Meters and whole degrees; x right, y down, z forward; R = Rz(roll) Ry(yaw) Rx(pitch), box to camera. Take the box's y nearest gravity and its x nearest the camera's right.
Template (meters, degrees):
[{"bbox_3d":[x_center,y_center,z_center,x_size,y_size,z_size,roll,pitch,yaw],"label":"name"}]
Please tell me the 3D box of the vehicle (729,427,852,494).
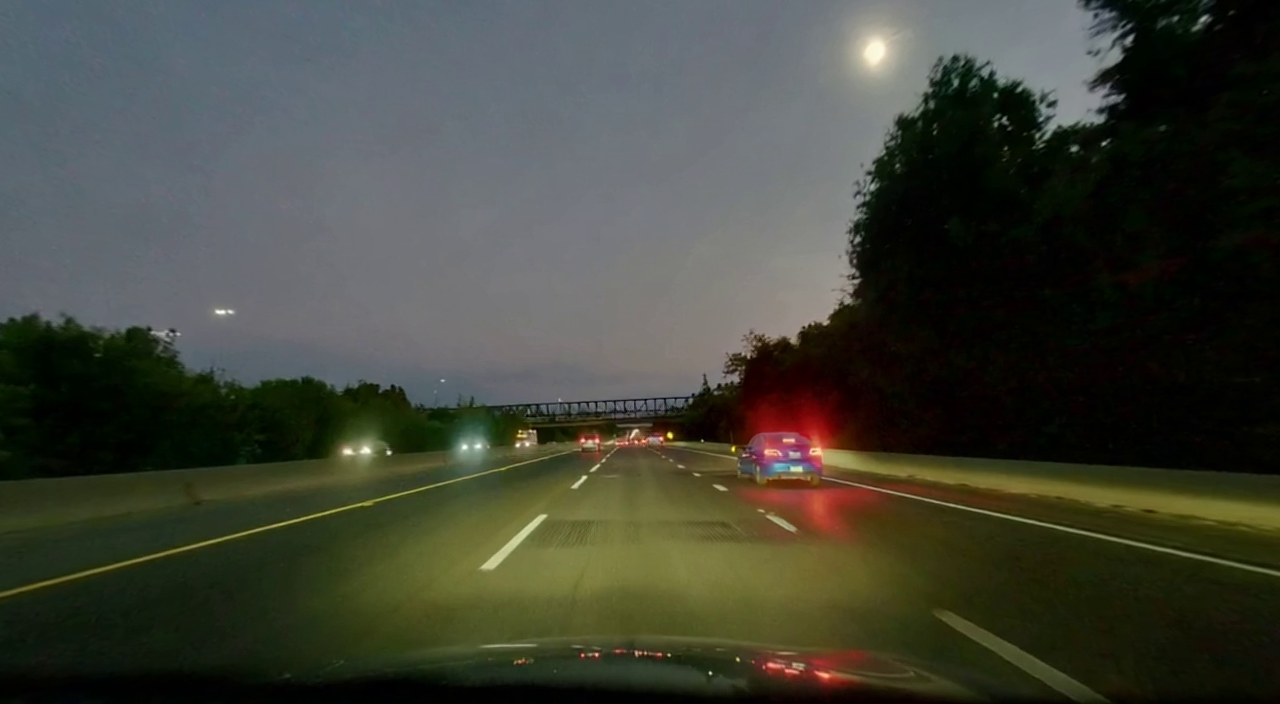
[{"bbox_3d":[3.794,2.802,16.788,2.031,1.531,4.365,0,-8,-2],"label":"vehicle"}]
